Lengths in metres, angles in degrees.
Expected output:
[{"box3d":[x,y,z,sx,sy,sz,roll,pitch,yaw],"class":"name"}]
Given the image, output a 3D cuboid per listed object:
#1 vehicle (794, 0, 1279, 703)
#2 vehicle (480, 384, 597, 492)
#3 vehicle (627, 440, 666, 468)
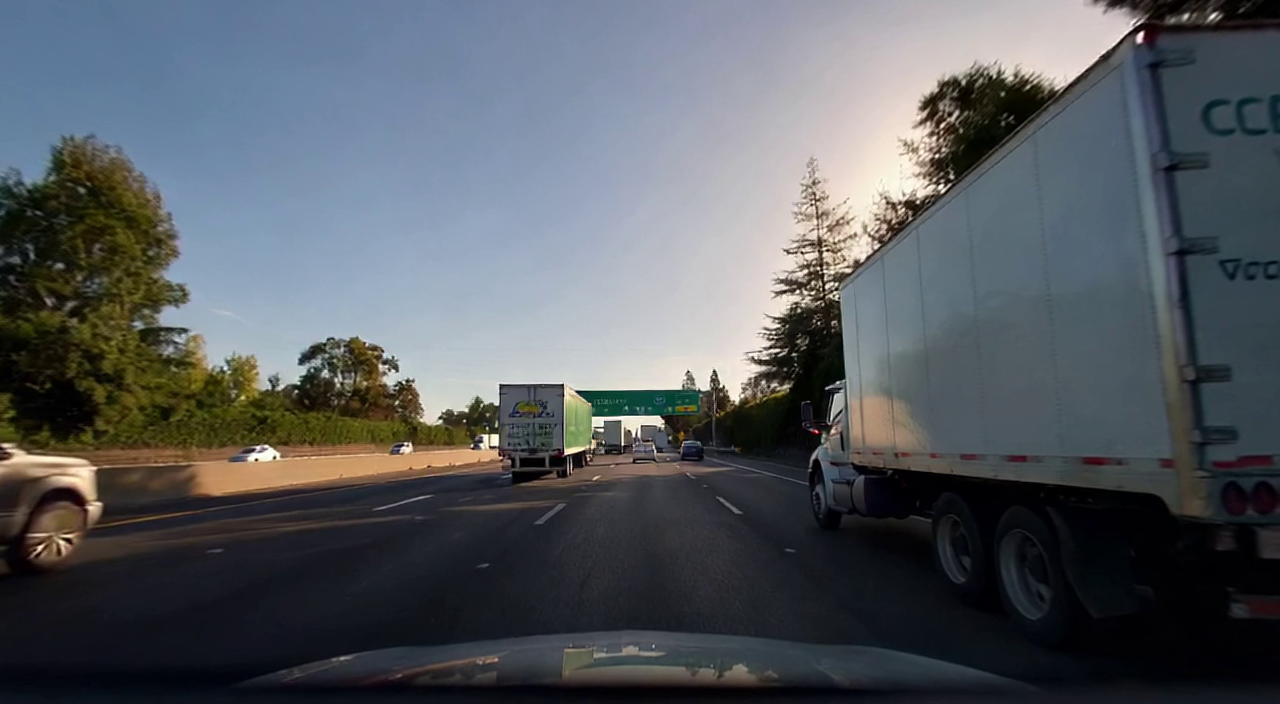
[{"box3d":[4.028,0.498,6.574,2.895,3.484,7.631,0,-8,0],"class":"vehicle"},{"box3d":[-3.233,3.081,22.416,2.745,3.156,7.608,0,-8,1],"class":"vehicle"},{"box3d":[0.352,5.906,36.563,2.105,1.502,4.068,0,-8,0],"class":"vehicle"}]
